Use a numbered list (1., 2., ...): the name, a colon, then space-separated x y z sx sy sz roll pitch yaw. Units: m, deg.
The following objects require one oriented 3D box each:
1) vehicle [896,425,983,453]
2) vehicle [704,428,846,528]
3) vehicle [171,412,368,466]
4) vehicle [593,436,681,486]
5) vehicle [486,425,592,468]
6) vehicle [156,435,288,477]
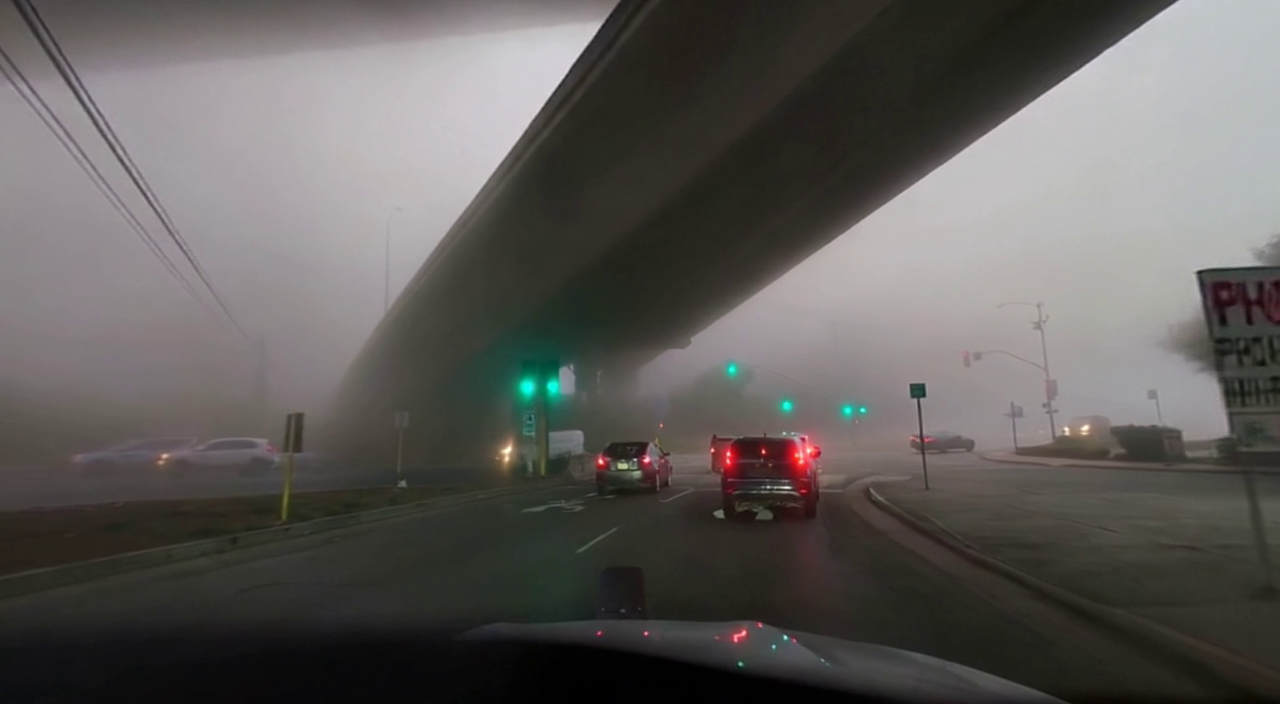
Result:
1. vehicle: 18.150 5.292 38.249 4.755 1.623 2.290 4 -9 -28
2. vehicle: 2.509 2.340 12.331 2.195 1.571 4.353 -2 -8 9
3. vehicle: -28.370 6.897 49.808 3.136 3.659 13.988 -4 -9 24
4. vehicle: 0.038 3.721 21.954 2.214 1.519 4.704 -2 -9 10
5. vehicle: -4.988 4.664 31.093 4.761 1.930 2.175 -5 -10 28
6. vehicle: -19.875 4.943 30.283 4.827 1.885 2.008 3 -9 -22
